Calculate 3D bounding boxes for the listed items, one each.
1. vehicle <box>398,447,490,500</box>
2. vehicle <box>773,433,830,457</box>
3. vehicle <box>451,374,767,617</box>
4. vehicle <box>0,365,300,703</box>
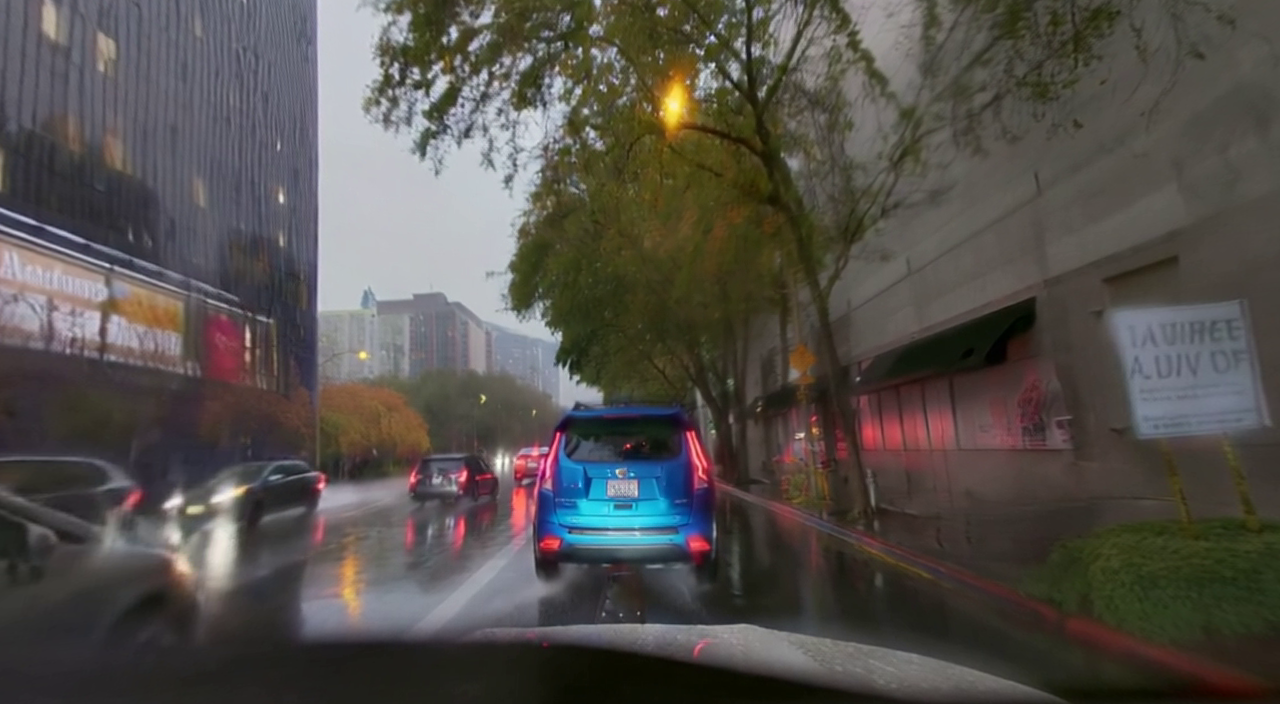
[{"bbox_3d":[-6.024,3.743,19.992,1.876,1.448,4.464,1,-8,-6],"label":"vehicle"},{"bbox_3d":[10.421,5.989,40.662,1.877,1.416,3.965,-8,-12,40],"label":"vehicle"},{"bbox_3d":[-0.337,1.464,7.358,2.531,1.930,4.382,0,-8,-3],"label":"vehicle"},{"bbox_3d":[-3.300,0.871,2.149,1.971,1.658,4.428,0,-8,-3],"label":"vehicle"}]
